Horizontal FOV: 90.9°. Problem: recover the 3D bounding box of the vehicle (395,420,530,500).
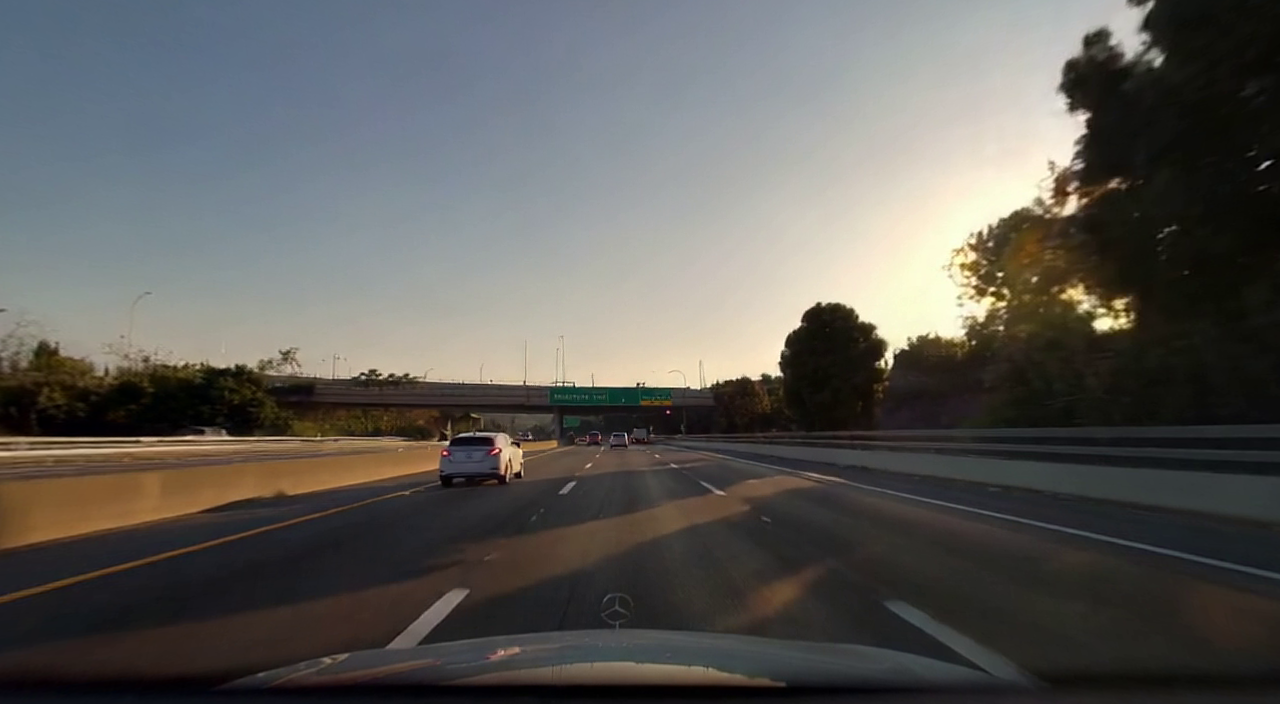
[{"bbox_3d":[-3.979,2.474,14.957,2.062,1.591,4.156,0,-8,-1],"label":"vehicle"}]
